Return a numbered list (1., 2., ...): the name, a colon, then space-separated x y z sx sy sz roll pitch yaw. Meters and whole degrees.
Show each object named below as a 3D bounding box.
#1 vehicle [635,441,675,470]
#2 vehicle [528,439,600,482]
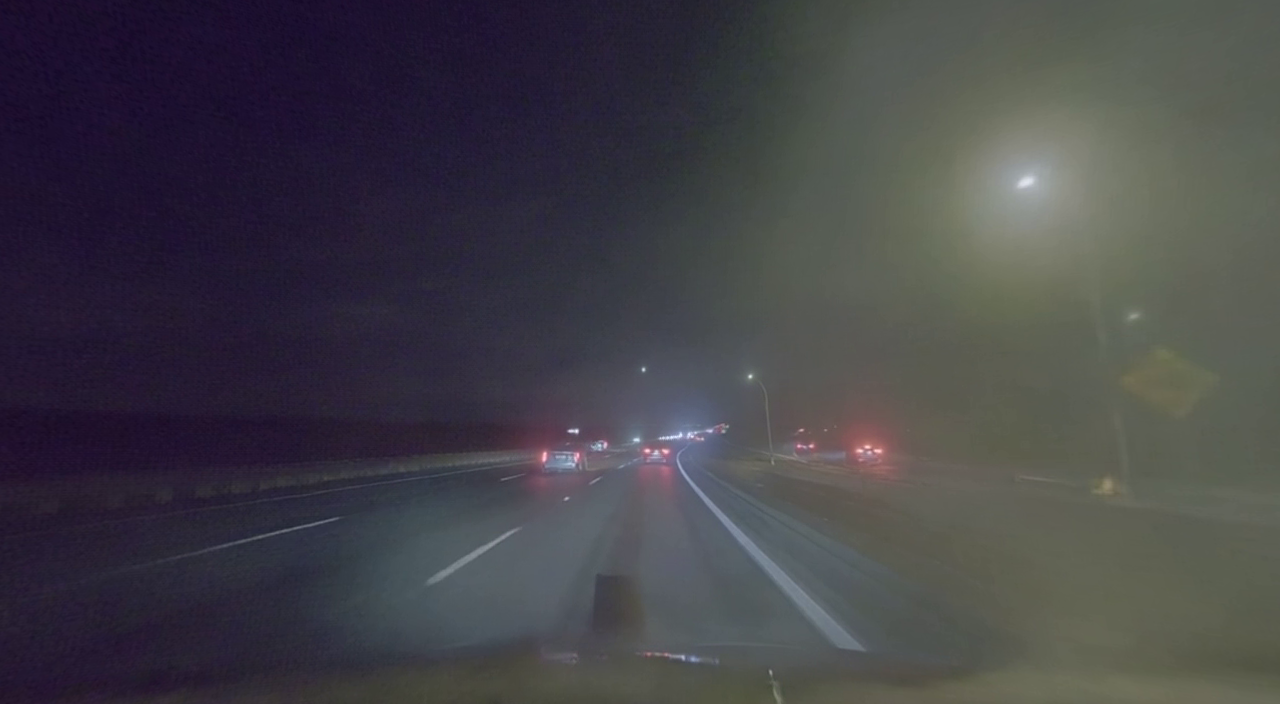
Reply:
1. vehicle: 0.907 5.884 35.870 2.129 1.502 4.321 -1 -9 3
2. vehicle: -2.962 4.368 25.510 2.129 1.563 4.387 -1 -9 3
